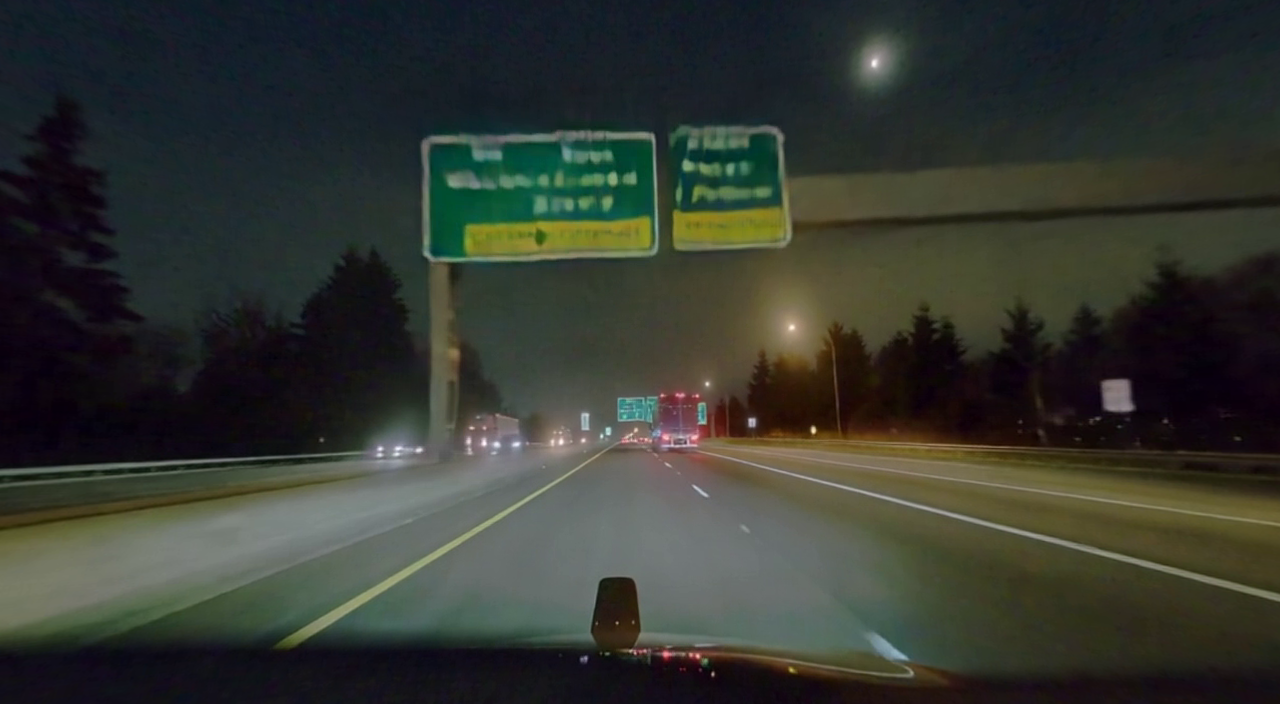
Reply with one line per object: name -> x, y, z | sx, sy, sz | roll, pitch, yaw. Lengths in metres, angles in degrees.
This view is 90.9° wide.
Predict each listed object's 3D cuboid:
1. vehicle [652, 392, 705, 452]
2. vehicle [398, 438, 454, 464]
vehicle -> 2.660, 5.555, 48.650 | 2.954, 3.995, 13.335 | 0, -8, -1
vehicle -> -12.688, 5.861, 37.674 | 1.853, 1.464, 4.057 | 0, -8, 1
